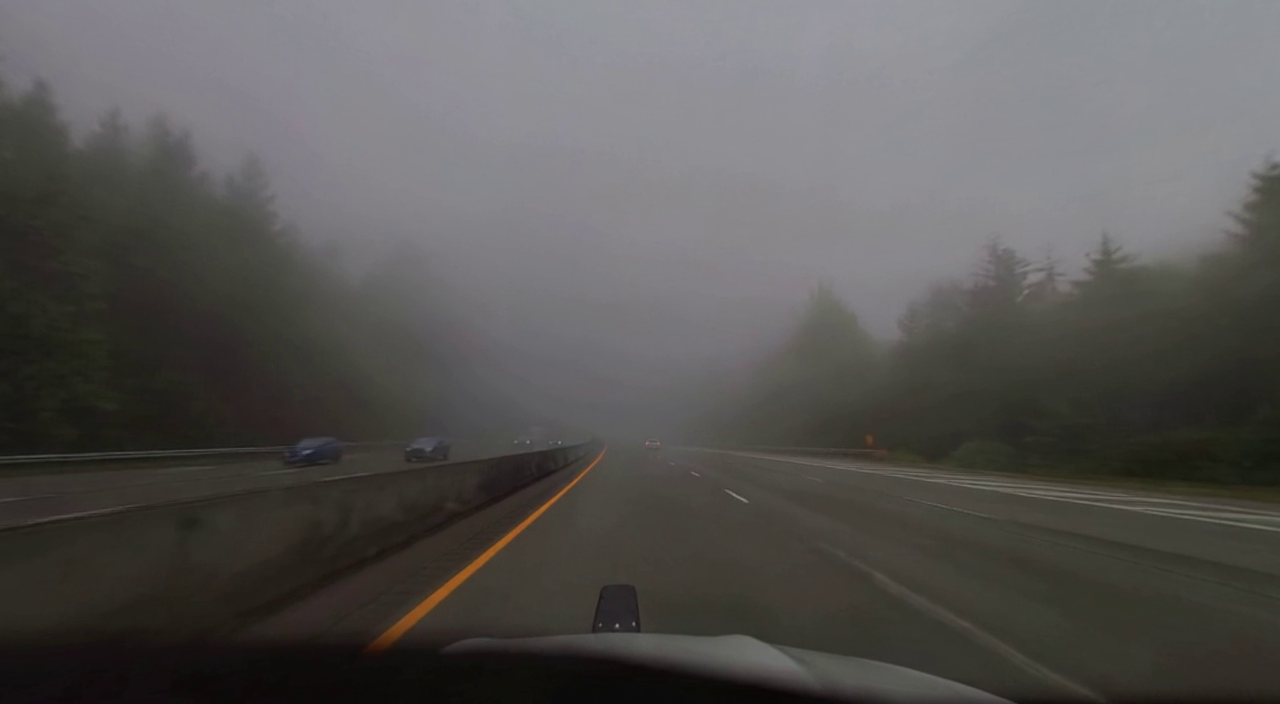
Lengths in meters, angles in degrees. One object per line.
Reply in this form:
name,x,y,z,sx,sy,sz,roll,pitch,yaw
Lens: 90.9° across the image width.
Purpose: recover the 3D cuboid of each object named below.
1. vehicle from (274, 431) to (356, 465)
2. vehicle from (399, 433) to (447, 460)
vehicle,-16.765,4.961,32.780,1.982,1.617,4.393,0,-8,-1
vehicle,-13.288,5.800,38.805,1.781,1.557,3.545,0,-8,-1
